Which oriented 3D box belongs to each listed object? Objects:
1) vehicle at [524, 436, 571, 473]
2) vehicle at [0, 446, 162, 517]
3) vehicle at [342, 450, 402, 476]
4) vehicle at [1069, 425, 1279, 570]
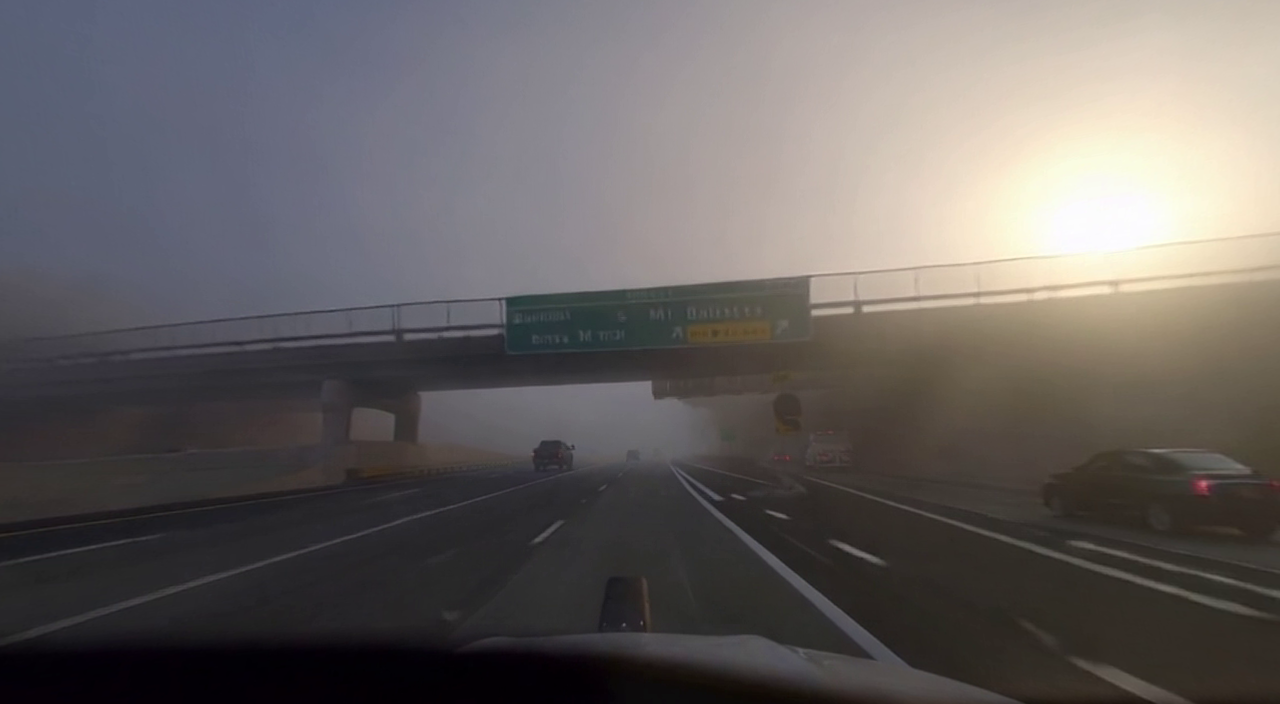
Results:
[{"bbox_3d":[-6.301,7.043,43.632,2.264,2.379,5.248,-1,-9,2],"label":"vehicle"},{"bbox_3d":[-16.469,3.566,17.970,2.051,1.715,4.579,0,-9,1],"label":"vehicle"},{"bbox_3d":[-19.844,8.189,46.890,2.442,1.756,4.528,0,-9,0],"label":"vehicle"},{"bbox_3d":[9.783,2.268,10.562,2.146,1.929,4.388,-1,-9,2],"label":"vehicle"}]
